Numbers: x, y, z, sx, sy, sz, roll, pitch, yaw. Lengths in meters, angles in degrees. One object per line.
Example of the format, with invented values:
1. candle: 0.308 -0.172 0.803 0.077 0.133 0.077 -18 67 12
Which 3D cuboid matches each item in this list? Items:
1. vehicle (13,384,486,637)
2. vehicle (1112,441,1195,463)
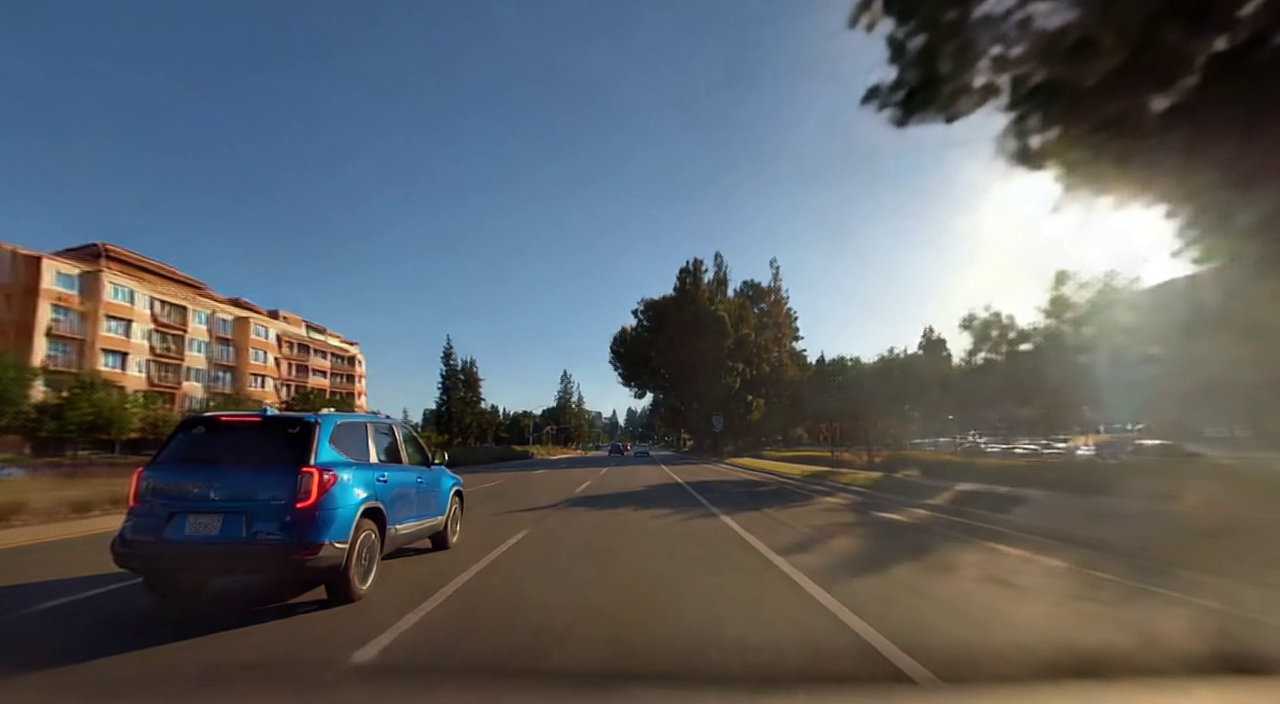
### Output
1. vehicle: -3.216 1.417 6.605 2.033 1.713 4.503 0 -9 0
2. vehicle: 37.471 7.308 45.993 4.447 1.464 1.793 1 -9 0
